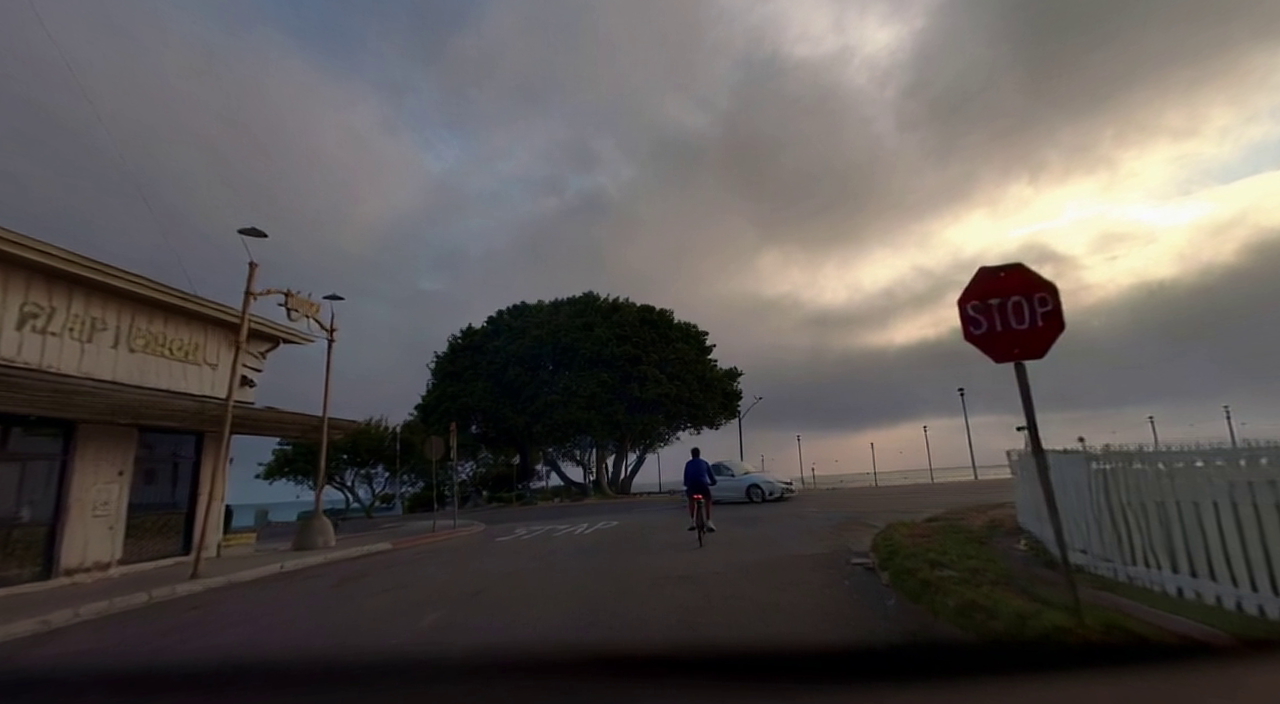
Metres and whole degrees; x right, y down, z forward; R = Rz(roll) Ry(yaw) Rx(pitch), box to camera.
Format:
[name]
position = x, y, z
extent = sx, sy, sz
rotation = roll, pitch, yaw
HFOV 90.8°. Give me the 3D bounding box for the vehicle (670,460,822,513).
[vehicle]
position = 3.503, 4.566, 22.059
extent = 2.112, 1.479, 5.323
rotation = 6, -10, -34
